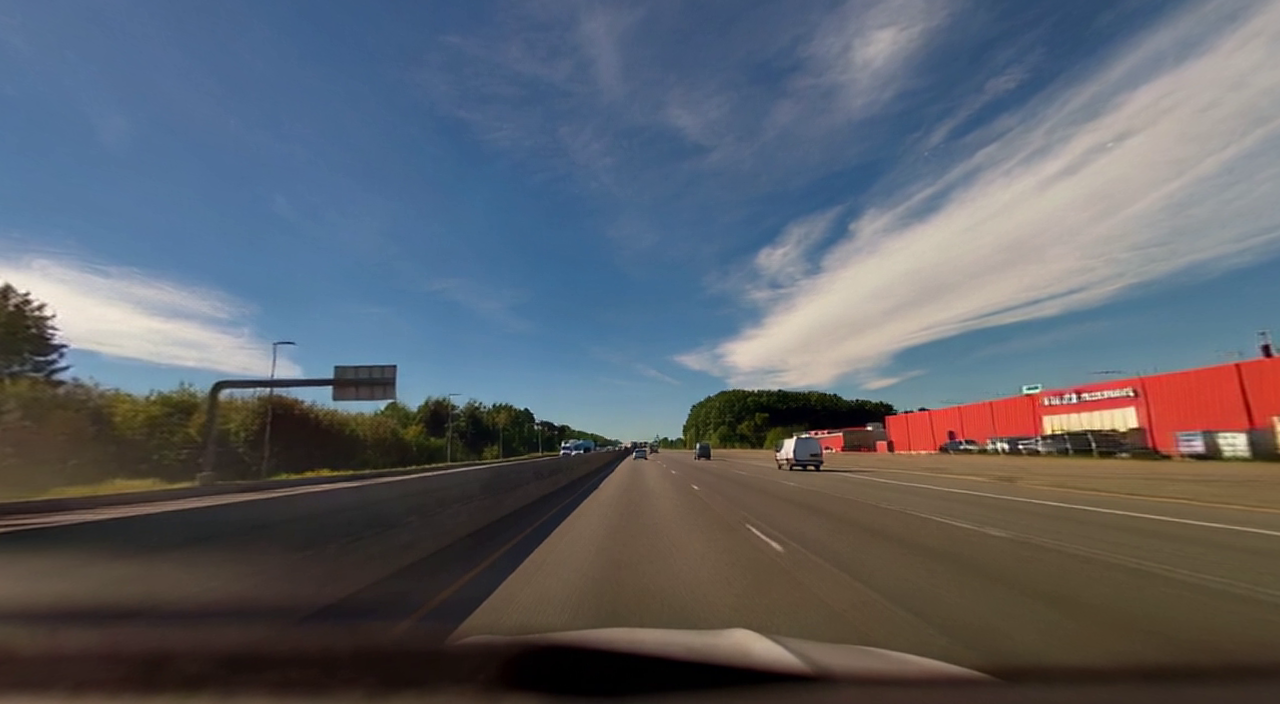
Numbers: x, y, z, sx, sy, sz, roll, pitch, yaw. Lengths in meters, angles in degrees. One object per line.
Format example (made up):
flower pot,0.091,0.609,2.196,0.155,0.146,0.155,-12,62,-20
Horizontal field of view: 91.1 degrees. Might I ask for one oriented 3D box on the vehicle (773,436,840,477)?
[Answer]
vehicle,8.670,5.500,33.228,2.156,1.943,5.010,0,-9,0
